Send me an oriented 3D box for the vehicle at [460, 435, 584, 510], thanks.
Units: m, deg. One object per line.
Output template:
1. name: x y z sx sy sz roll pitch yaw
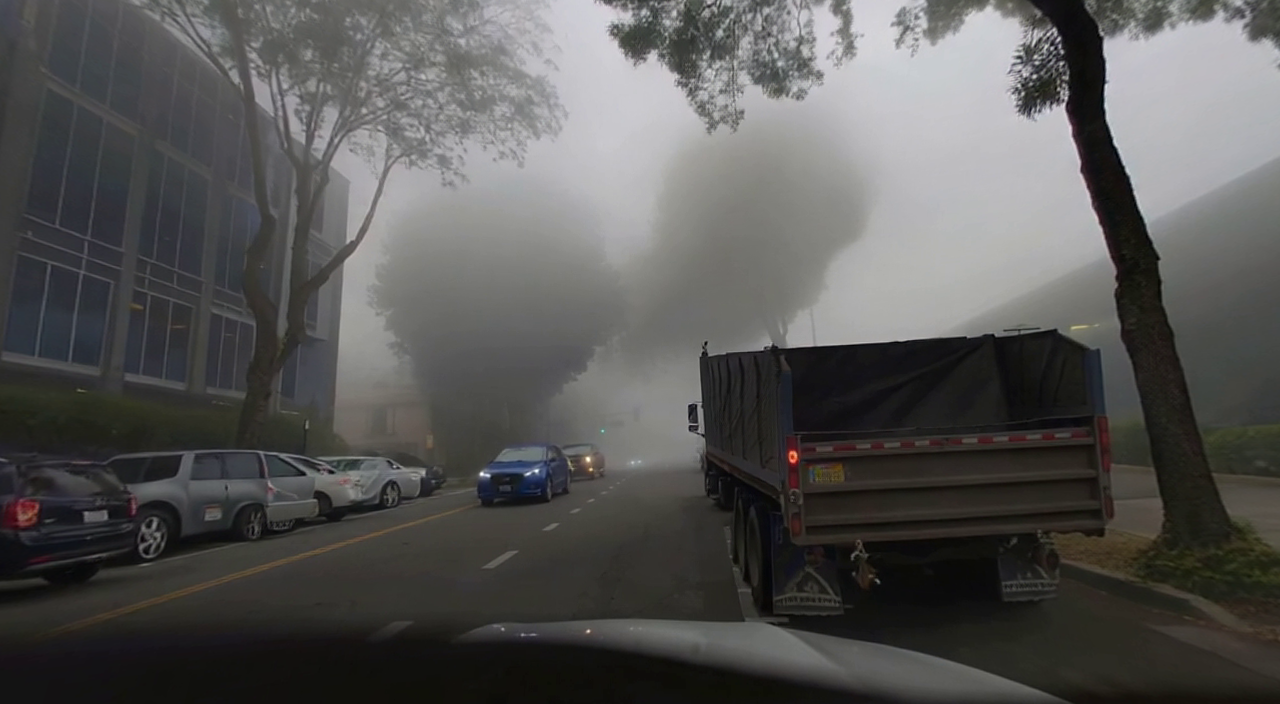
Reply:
1. vehicle: -2.658 2.832 15.337 2.183 1.563 4.257 0 -8 0

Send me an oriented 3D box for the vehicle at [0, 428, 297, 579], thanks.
1. vehicle: -8.153 2.087 9.234 5.022 1.872 2.137 7 -11 -41

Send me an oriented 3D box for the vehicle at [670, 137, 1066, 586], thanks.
1. vehicle: 2.534 0.833 11.457 3.320 4.034 11.553 -1 -8 6
